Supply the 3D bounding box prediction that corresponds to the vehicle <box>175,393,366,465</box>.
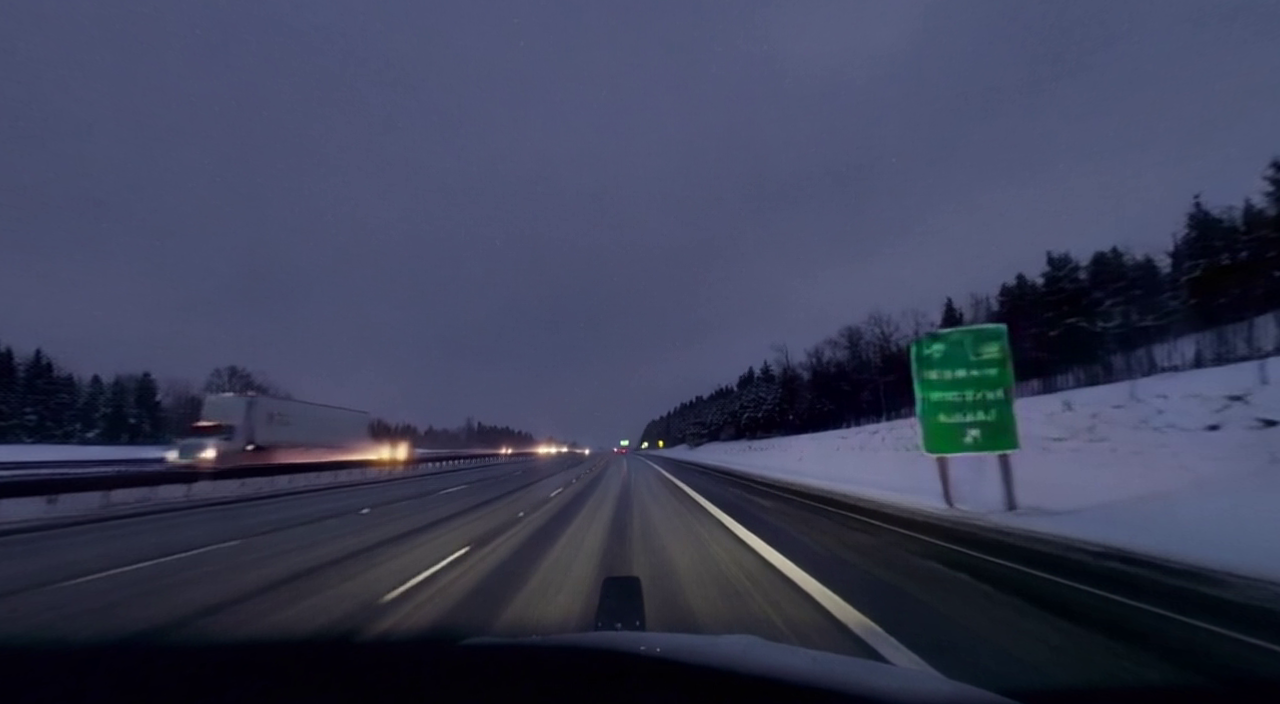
[{"bbox_3d":[-24.562,5.699,44.417,2.765,3.968,18.709,0,-9,-2],"label":"vehicle"}]
